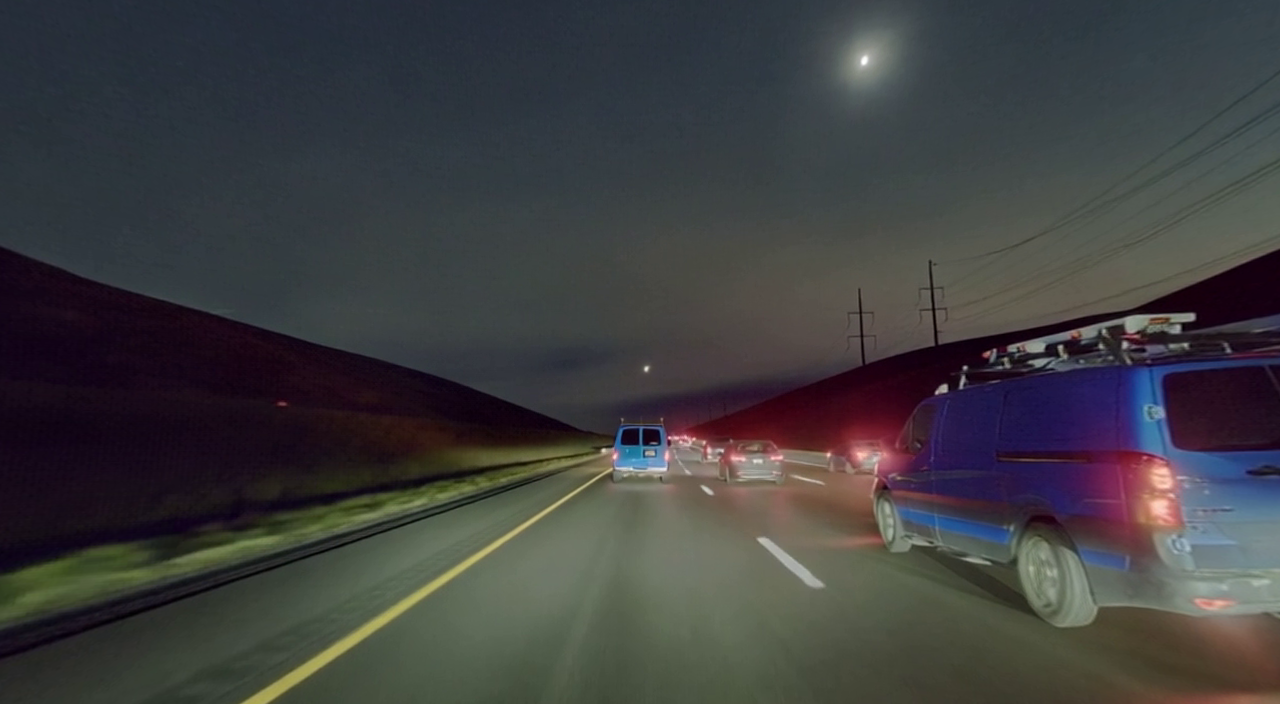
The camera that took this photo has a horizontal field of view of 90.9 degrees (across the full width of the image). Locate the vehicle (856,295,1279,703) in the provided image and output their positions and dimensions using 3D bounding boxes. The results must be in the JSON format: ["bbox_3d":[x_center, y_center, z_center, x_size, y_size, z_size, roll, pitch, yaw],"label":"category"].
[{"bbox_3d":[3.894,1.026,4.487,2.691,1.901,5.744,0,-8,0],"label":"vehicle"}]

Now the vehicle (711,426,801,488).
[{"bbox_3d":[3.708,3.454,21.016,2.139,1.821,4.480,0,-8,0],"label":"vehicle"}]

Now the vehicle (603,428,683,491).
[{"bbox_3d":[0.107,3.422,20.356,2.268,1.772,4.523,0,-8,0],"label":"vehicle"}]
